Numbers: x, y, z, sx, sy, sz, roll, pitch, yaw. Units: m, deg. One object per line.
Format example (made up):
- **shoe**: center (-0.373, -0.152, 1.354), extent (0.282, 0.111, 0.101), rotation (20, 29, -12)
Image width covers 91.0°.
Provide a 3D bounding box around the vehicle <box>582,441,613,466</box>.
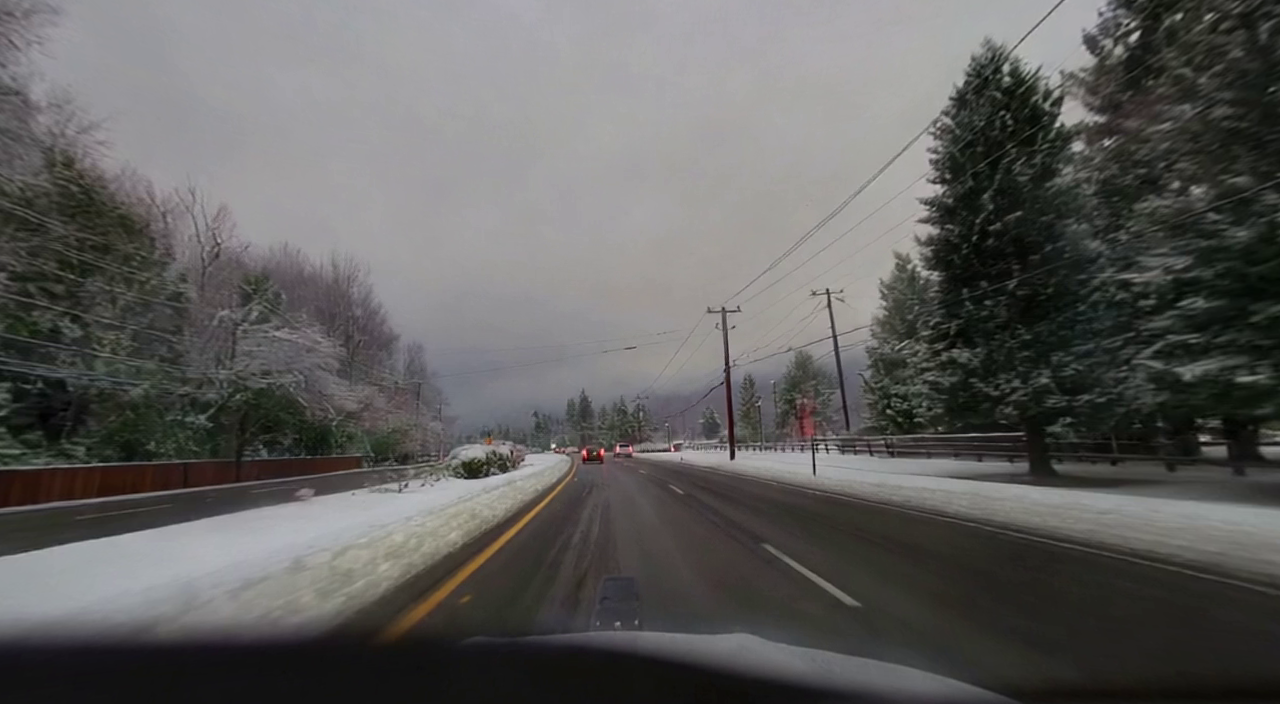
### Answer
- **vehicle**: center (-3.028, 7.015, 43.841), extent (2.005, 1.633, 4.044), rotation (1, -8, -6)
